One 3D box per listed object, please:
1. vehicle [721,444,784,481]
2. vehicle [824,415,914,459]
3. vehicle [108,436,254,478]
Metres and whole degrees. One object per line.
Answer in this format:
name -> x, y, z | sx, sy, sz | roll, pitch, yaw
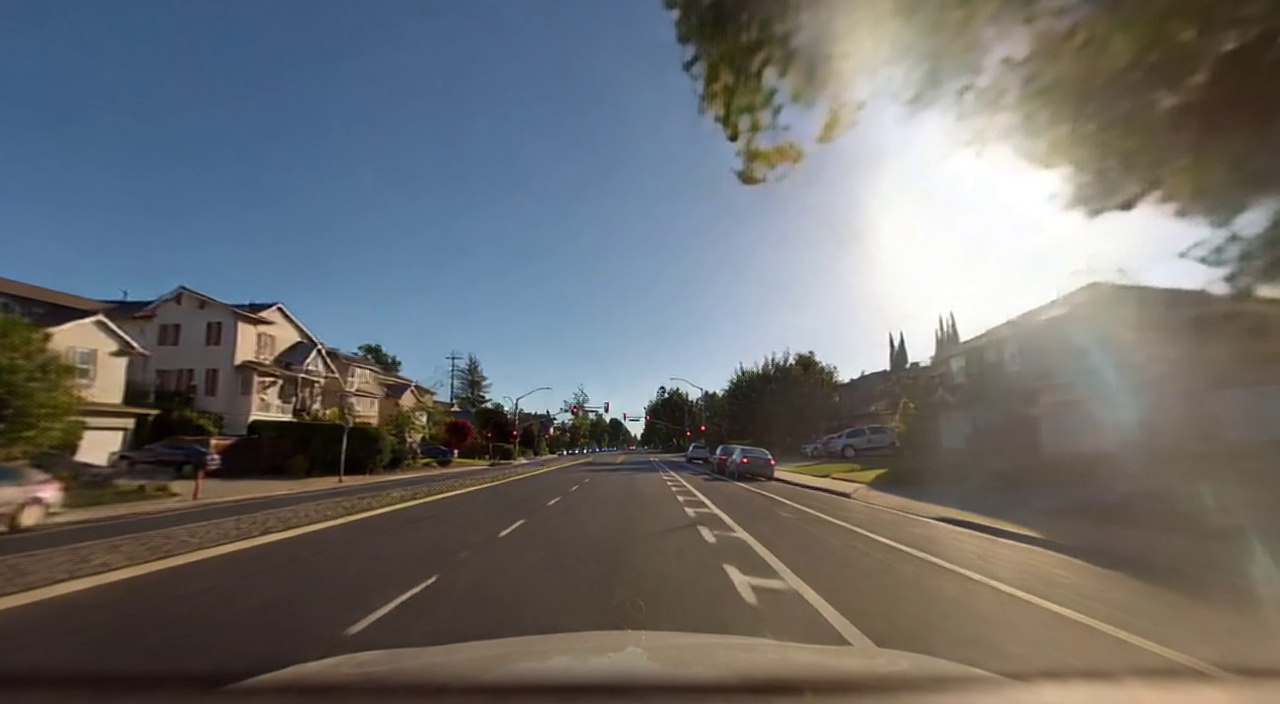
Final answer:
vehicle -> 4.763, 4.737, 27.381 | 1.881, 1.435, 4.525 | 0, -9, -1
vehicle -> 13.529, 5.054, 37.428 | 4.284, 1.725, 1.981 | -11, -9, -1
vehicle -> -20.986, 4.814, 29.023 | 4.759, 1.824, 2.442 | 0, -8, 0
